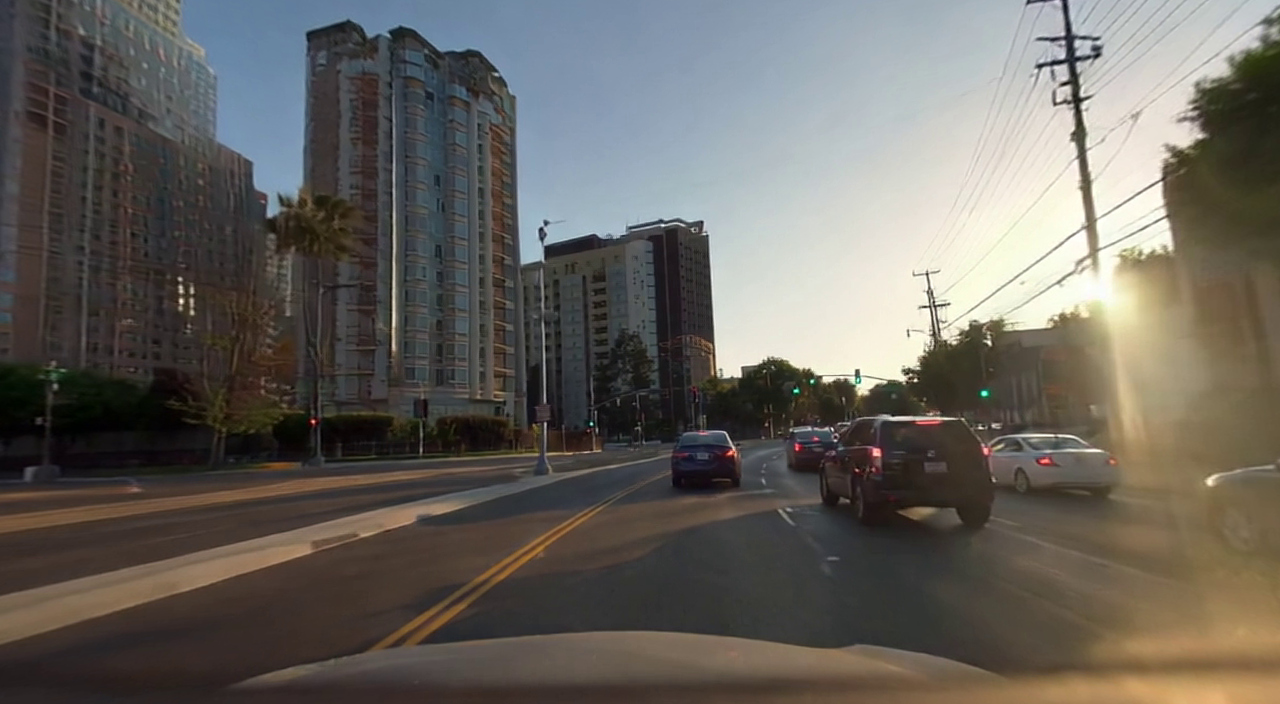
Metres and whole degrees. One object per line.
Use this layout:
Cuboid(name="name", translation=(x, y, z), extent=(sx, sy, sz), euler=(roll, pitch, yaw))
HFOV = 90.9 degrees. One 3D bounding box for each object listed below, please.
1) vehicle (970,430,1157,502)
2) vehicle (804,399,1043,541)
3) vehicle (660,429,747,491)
Cuboid(name="vehicle", translation=(9.982, 2.700, 15.380), extent=(1.882, 1.463, 4.543), euler=(-1, -8, 8))
Cuboid(name="vehicle", translation=(4.305, 1.884, 10.671), extent=(2.119, 1.810, 4.848), euler=(-1, -8, 5))
Cuboid(name="vehicle", translation=(1.899, 3.000, 17.861), extent=(2.168, 1.527, 4.174), euler=(-1, -8, 9))
